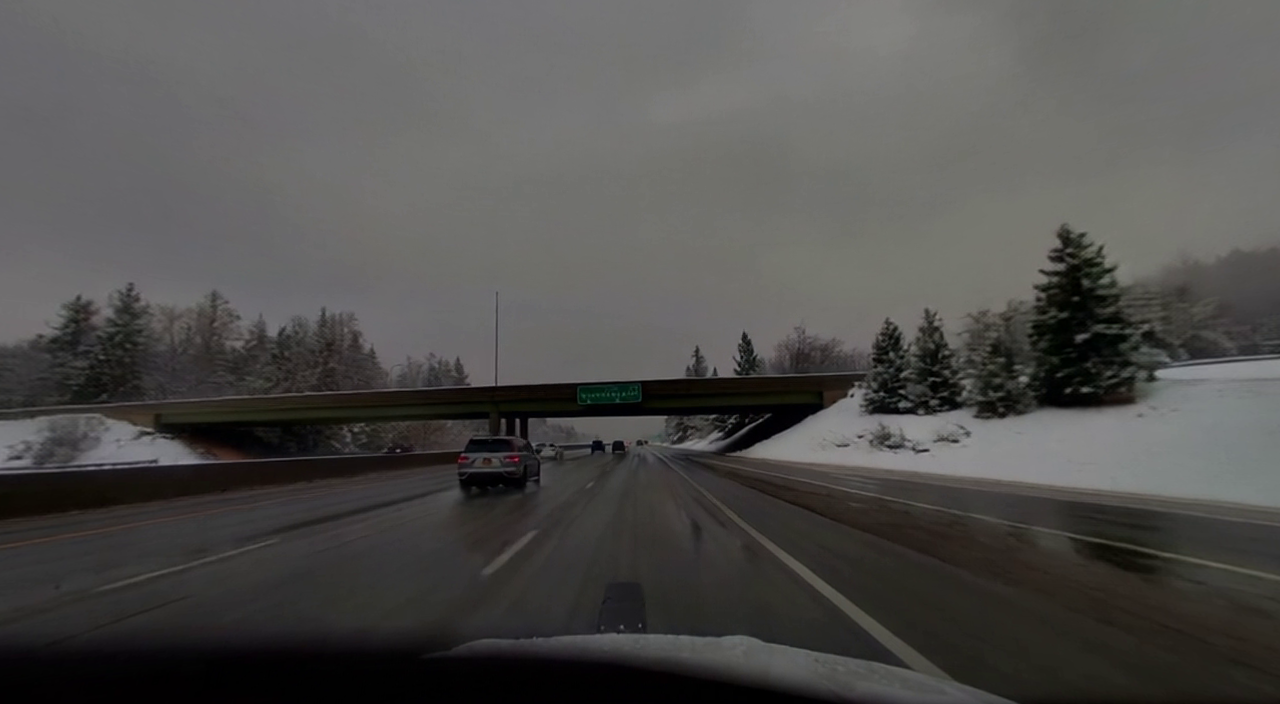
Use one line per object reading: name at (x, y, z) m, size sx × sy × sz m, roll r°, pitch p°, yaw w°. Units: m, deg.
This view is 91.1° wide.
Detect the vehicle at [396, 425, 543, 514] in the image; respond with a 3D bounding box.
vehicle at (-3.661, 2.606, 14.436) m, size 2.048 × 1.705 × 4.384 m, roll 0°, pitch -8°, yaw 1°
